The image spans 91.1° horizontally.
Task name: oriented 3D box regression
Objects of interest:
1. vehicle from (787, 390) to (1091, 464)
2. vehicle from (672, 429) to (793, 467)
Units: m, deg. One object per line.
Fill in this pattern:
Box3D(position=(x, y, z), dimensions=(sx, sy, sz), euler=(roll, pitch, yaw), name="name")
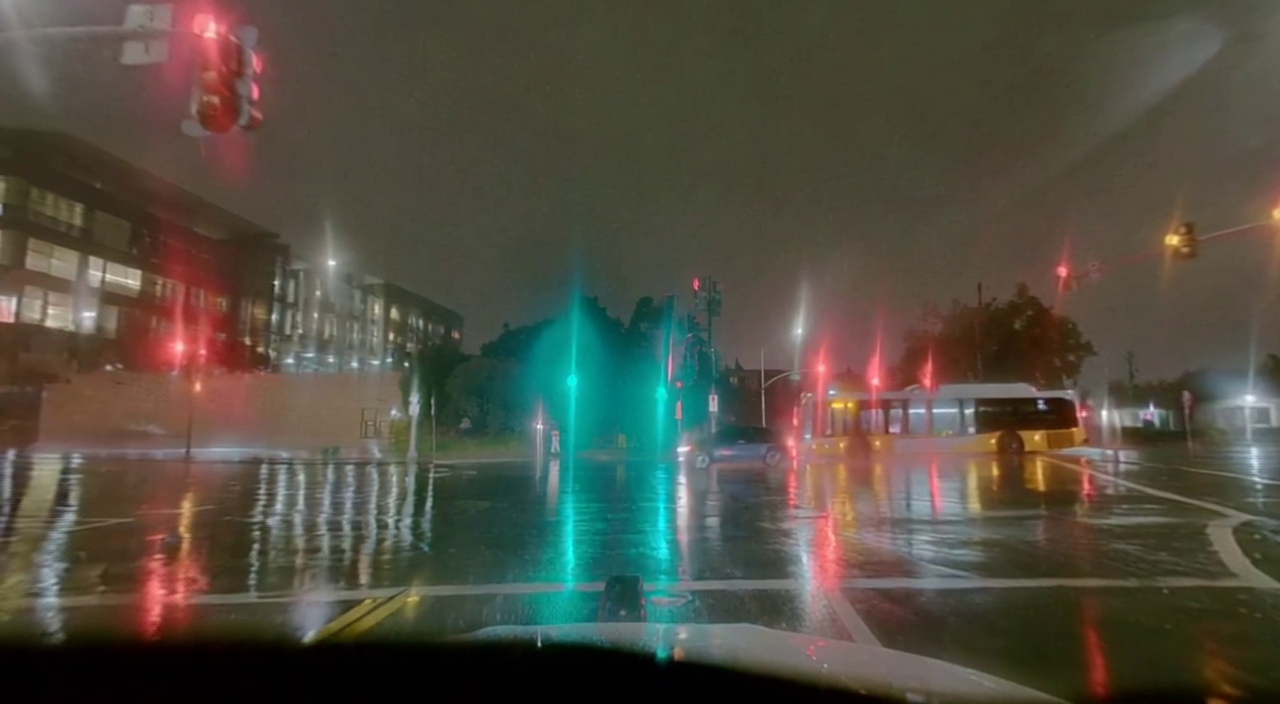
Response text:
Box3D(position=(13.816, 3.613, 29.812), dimensions=(12.822, 3.296, 3.033), euler=(0, -9, -1), name="vehicle")
Box3D(position=(3.660, 3.898, 25.423), dimensions=(4.538, 1.461, 1.805), euler=(0, -9, -2), name="vehicle")
